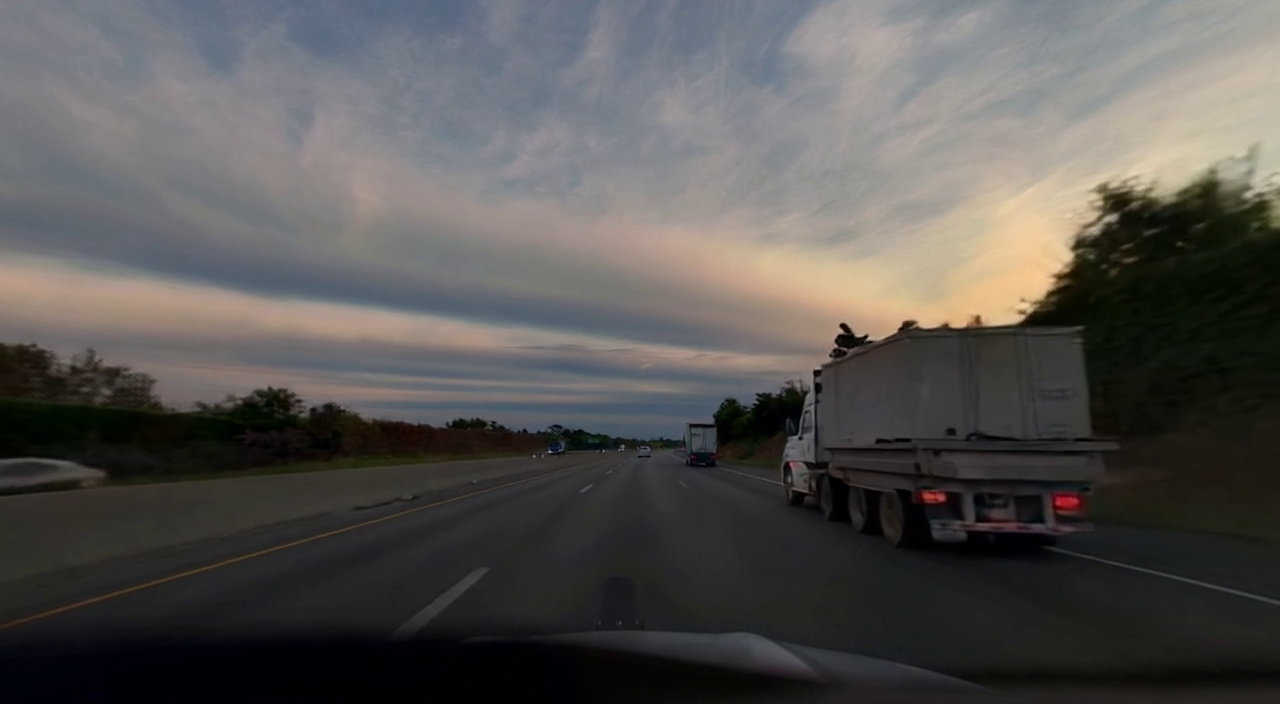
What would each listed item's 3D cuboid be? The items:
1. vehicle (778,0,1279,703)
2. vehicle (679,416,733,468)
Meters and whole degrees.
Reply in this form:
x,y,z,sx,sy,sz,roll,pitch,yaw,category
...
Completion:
x,y,z,sx,sy,sz,roll,pitch,yaw,category
4.410,0.552,7.410,3.032,3.785,10.333,0,-9,-1,vehicle
4.500,6.425,44.743,2.771,3.313,8.121,0,-9,-1,vehicle
